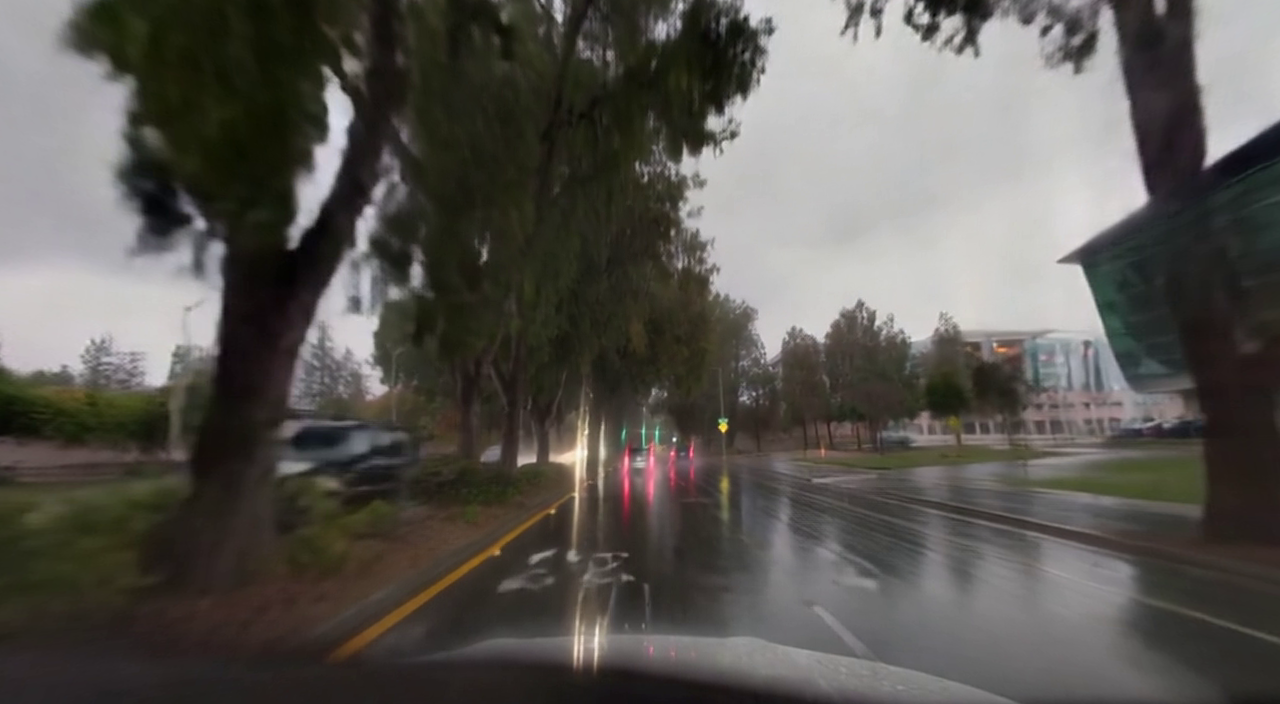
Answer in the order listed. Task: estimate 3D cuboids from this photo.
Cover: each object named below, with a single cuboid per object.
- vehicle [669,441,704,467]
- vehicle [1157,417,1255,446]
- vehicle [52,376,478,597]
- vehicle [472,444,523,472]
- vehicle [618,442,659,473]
[{"bbox_3d":[3.313,7.442,46.016,2.189,1.766,4.495,0,-9,0],"label":"vehicle"},{"bbox_3d":[36.926,5.215,41.227,4.343,1.714,1.983,-2,-8,2],"label":"vehicle"},{"bbox_3d":[-3.988,1.567,8.226,2.301,1.946,5.199,0,-9,0],"label":"vehicle"},{"bbox_3d":[-9.536,7.147,42.615,2.064,1.722,5.226,0,-9,1],"label":"vehicle"},{"bbox_3d":[-0.044,5.780,34.749,2.109,1.612,3.963,0,-9,1],"label":"vehicle"}]
